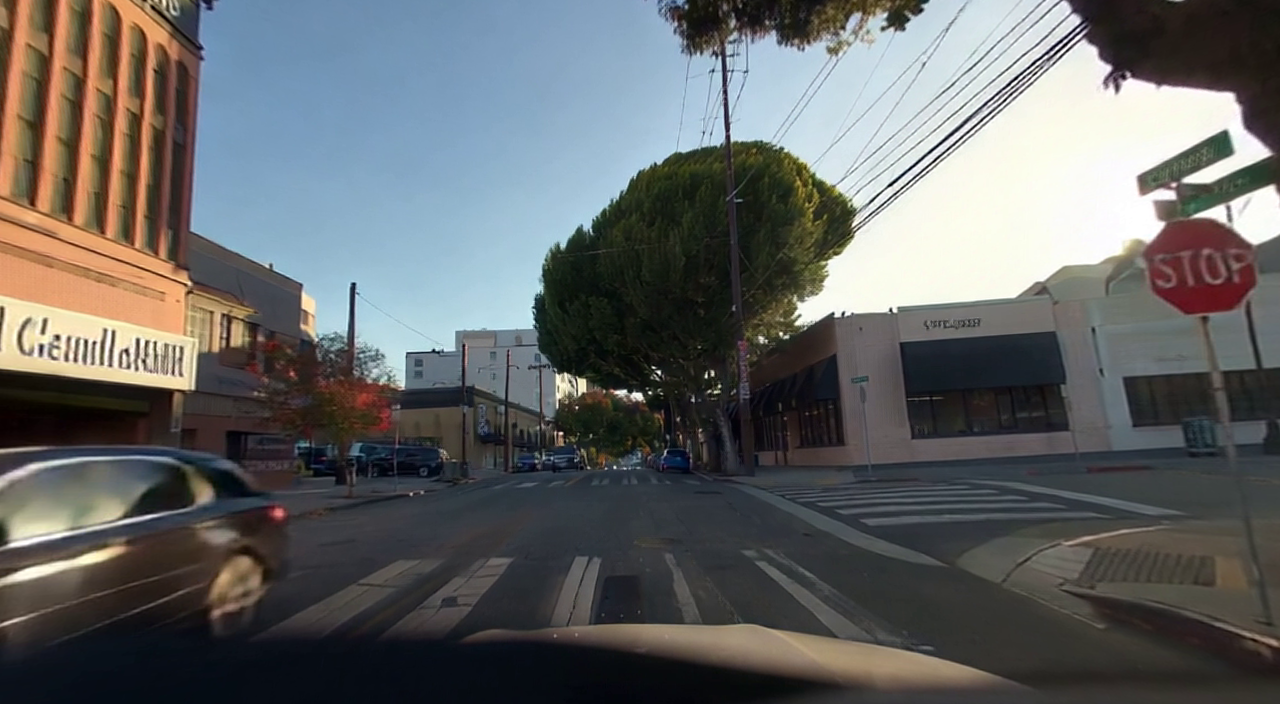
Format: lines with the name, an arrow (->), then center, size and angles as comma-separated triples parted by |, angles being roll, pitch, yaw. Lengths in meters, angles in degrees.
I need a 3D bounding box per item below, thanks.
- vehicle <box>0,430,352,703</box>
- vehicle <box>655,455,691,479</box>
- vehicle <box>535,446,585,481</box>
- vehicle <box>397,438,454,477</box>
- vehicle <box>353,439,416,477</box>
vehicle -> -3.908, 1.291, 3.958 | 2.140, 1.512, 4.536 | 0, -8, -1
vehicle -> 2.102, 7.384, 40.781 | 1.877, 1.373, 3.854 | 0, -9, -4
vehicle -> -4.843, 6.792, 38.897 | 2.495, 1.966, 4.846 | 0, -9, -1
vehicle -> -16.558, 8.181, 49.118 | 2.715, 2.789, 6.225 | 0, -9, -5
vehicle -> -19.486, 8.058, 48.561 | 2.256, 2.668, 5.979 | 0, -7, 0
